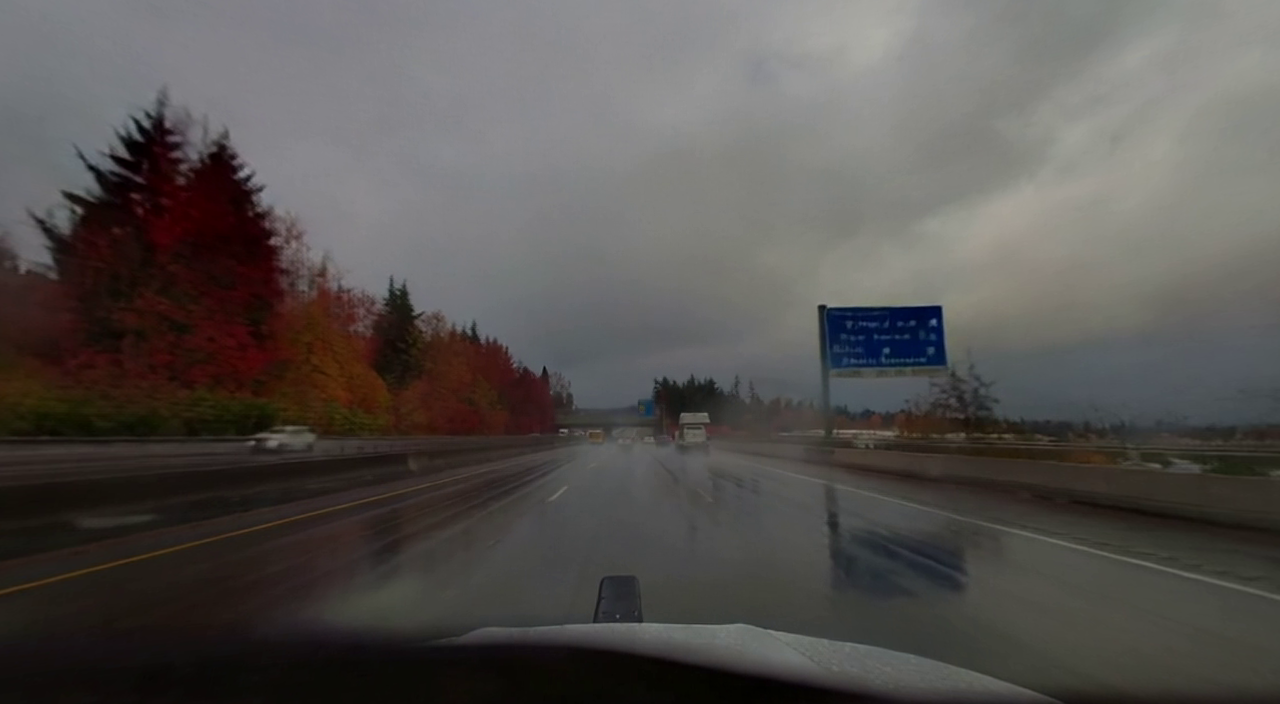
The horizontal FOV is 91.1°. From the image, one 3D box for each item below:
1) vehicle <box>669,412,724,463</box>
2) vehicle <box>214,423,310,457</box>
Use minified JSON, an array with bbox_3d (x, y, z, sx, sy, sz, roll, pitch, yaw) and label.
[{"bbox_3d":[3.009,4.771,35.095,2.411,2.614,5.781,0,-8,-1],"label":"vehicle"},{"bbox_3d":[-19.997,4.679,33.587,1.934,1.639,5.343,0,-8,-1],"label":"vehicle"}]
